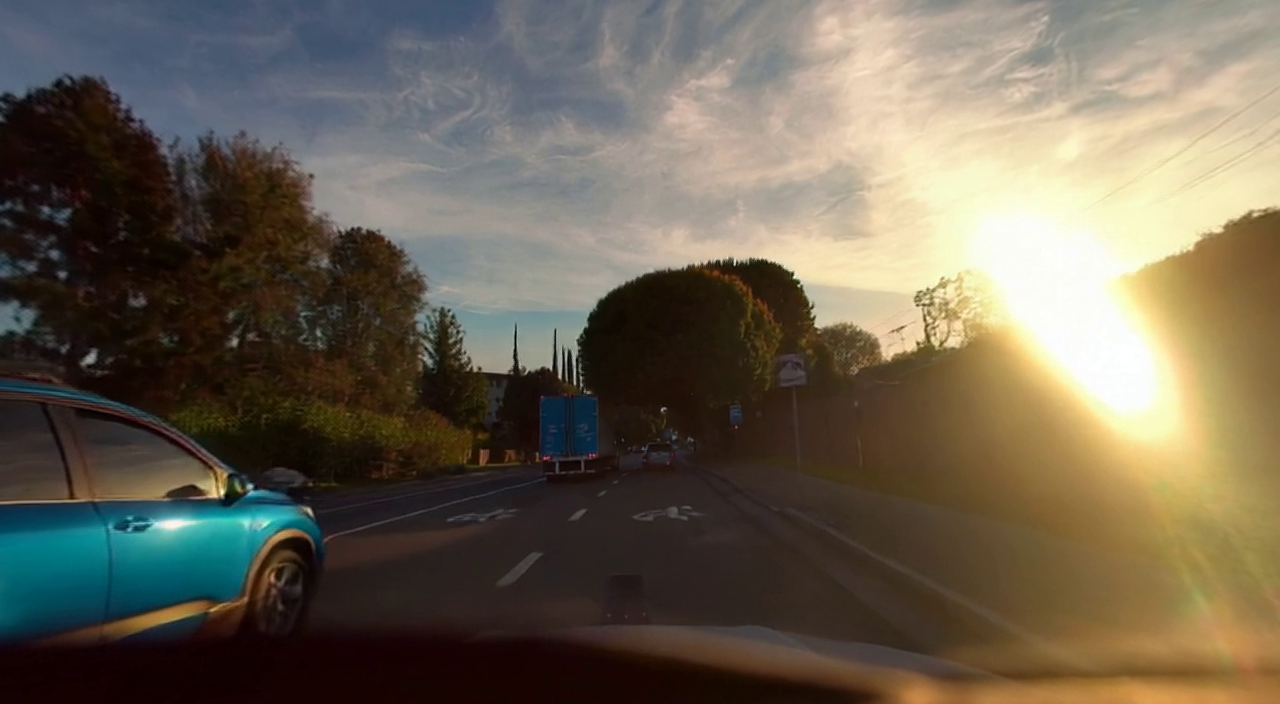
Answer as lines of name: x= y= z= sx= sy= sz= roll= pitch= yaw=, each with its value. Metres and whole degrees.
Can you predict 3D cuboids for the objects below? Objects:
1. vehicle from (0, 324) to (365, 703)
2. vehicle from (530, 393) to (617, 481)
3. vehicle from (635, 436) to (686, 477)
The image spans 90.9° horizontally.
vehicle: x=-3.264 y=0.900 z=2.639 sx=2.093 sy=1.832 sz=4.508 roll=0 pitch=-9 yaw=1
vehicle: x=-2.935 y=4.201 z=30.741 sx=2.928 sy=3.658 sz=8.980 roll=-1 pitch=-9 yaw=2
vehicle: x=0.904 y=4.803 z=29.132 sx=2.174 sy=1.749 sz=4.113 roll=0 pitch=-9 yaw=1
